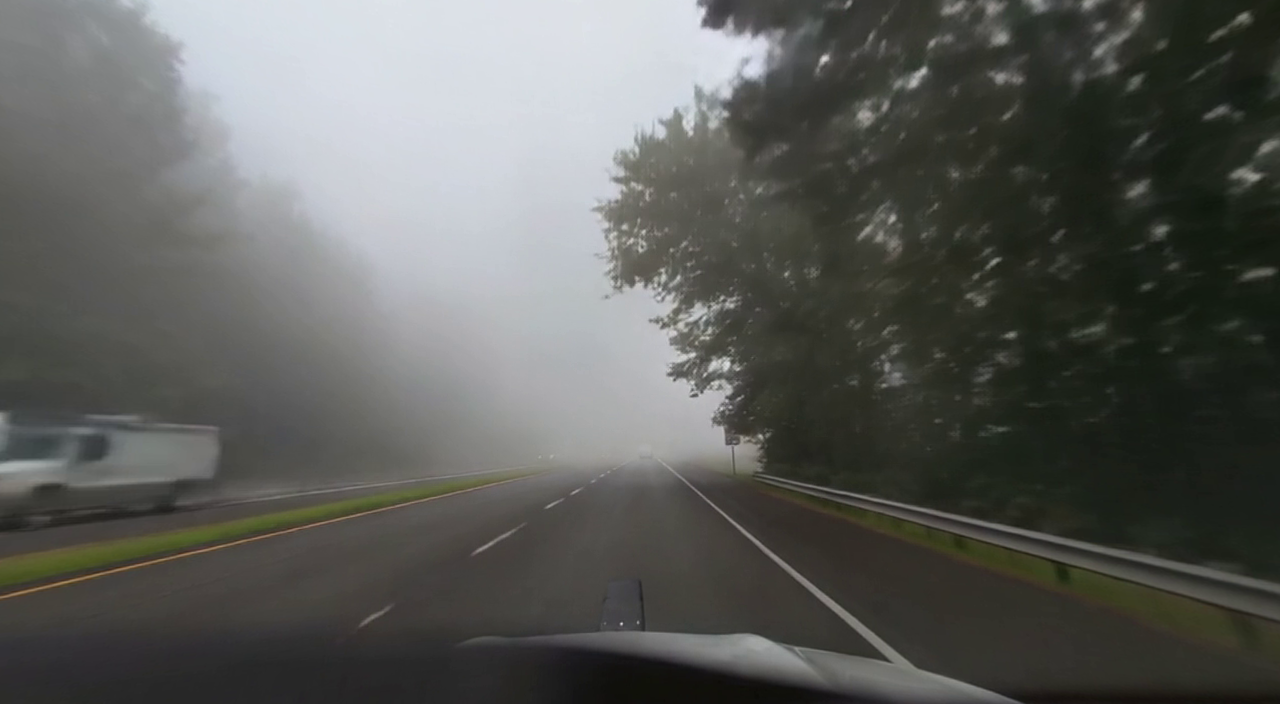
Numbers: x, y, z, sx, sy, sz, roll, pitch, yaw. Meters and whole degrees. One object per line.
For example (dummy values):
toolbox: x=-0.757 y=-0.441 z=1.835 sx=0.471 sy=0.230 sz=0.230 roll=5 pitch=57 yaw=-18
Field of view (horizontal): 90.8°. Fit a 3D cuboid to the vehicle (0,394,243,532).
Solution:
vehicle: x=-11.888 y=2.413 z=14.034 sx=2.436 sy=2.436 sz=5.427 roll=0 pitch=-9 yaw=1
